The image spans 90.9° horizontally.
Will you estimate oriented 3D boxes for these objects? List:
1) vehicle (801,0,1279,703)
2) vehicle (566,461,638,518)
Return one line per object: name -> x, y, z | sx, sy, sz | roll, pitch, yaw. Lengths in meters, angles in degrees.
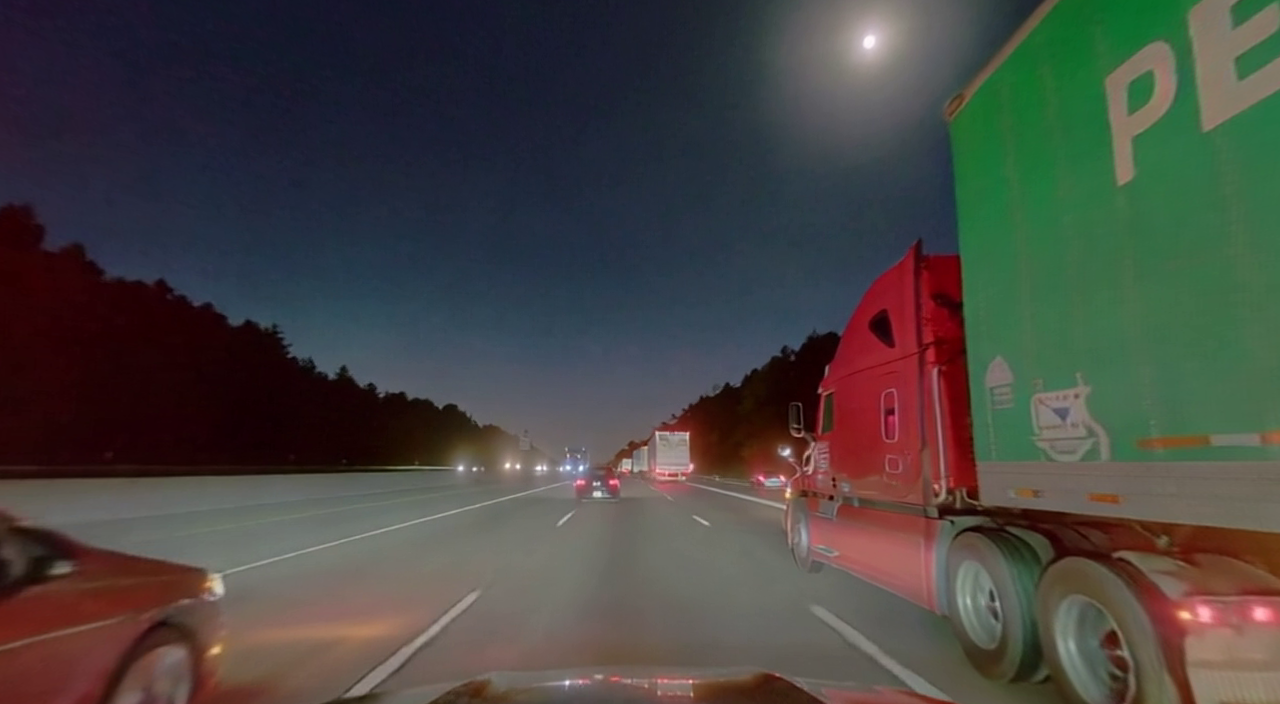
vehicle -> 3.970, -0.041, 2.322 | 2.856, 4.040, 14.009 | 1, -10, -1
vehicle -> -1.120, 4.372, 20.421 | 2.010, 1.580, 4.949 | 1, -10, -1
